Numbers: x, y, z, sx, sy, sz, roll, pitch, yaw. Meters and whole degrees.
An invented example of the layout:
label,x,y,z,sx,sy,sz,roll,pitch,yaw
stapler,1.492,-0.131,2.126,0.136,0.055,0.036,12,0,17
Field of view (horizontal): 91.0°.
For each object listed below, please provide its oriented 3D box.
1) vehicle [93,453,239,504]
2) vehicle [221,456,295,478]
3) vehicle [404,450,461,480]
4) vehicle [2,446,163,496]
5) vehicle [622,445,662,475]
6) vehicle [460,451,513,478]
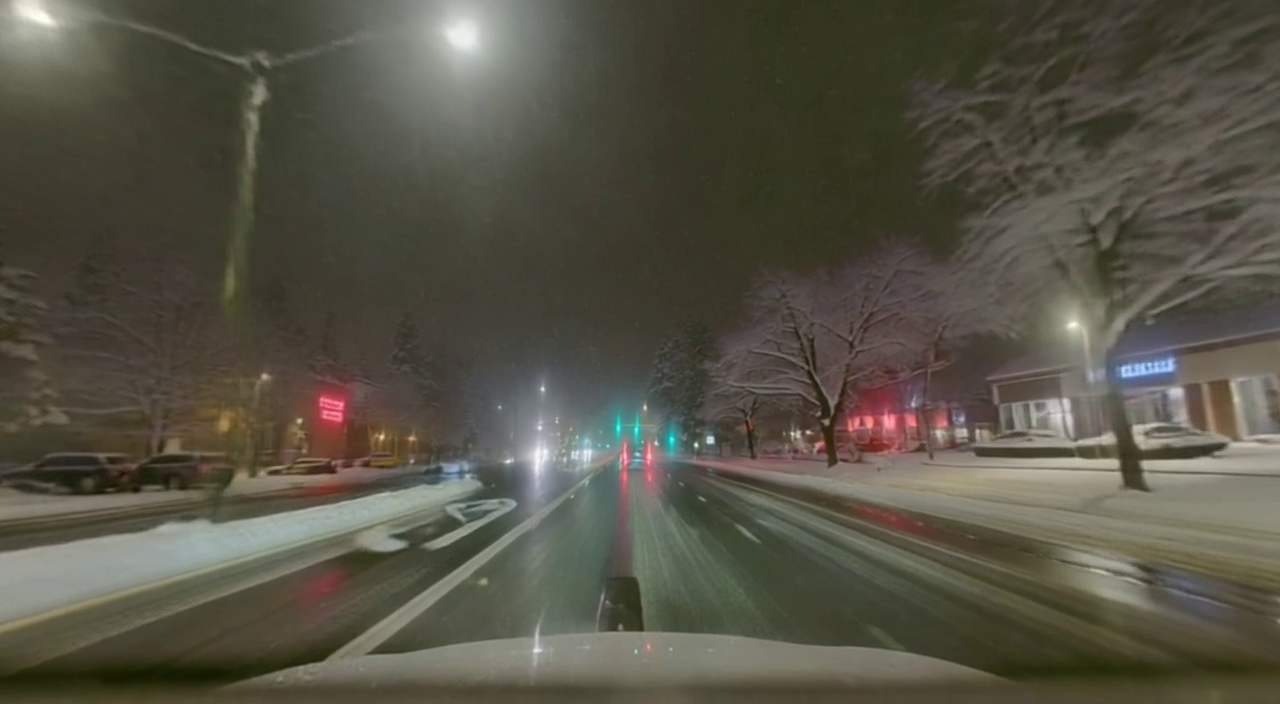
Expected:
label,x,y,z,sx,sy,sz,roll,pitch,yaw
vehicle,-19.334,5.154,26.081,2.072,1.804,5.136,0,-8,0
vehicle,-29.442,8.885,48.643,4.367,1.613,2.004,0,-9,-3
vehicle,-13.249,7.209,40.523,2.115,1.741,4.733,0,-9,0
vehicle,-24.034,5.100,27.546,2.146,1.939,5.462,0,-9,-2
vehicle,0.056,5.724,33.587,1.998,1.452,3.773,0,-8,-2
vehicle,-9.262,6.787,38.364,2.072,1.483,4.619,0,-9,0
